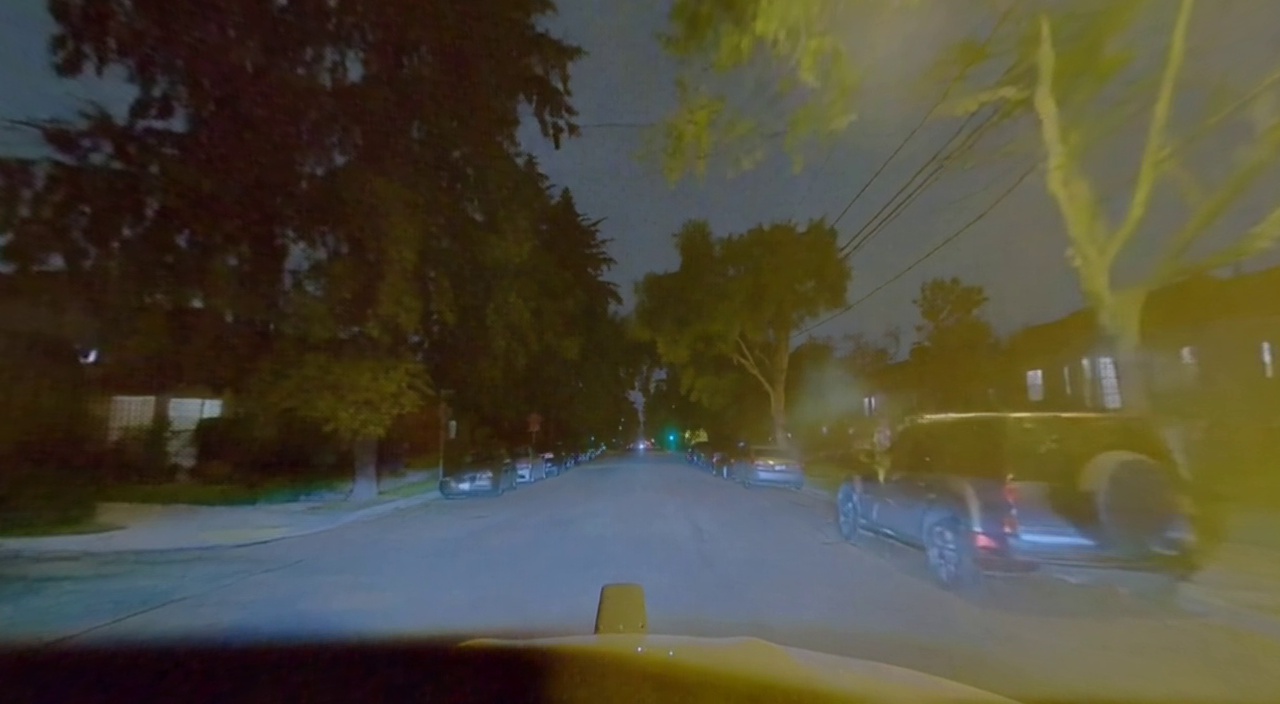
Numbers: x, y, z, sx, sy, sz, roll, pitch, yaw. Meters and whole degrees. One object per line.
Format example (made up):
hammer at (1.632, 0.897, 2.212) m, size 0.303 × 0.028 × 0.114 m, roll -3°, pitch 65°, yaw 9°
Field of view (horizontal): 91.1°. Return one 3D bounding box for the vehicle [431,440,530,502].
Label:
vehicle at (-4.462, 3.363, 18.258) m, size 1.870 × 1.562 × 4.212 m, roll 0°, pitch -8°, yaw -2°

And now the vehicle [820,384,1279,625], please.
vehicle at (4.086, 1.579, 7.611) m, size 2.215 × 1.897 × 5.131 m, roll 0°, pitch -8°, yaw 0°

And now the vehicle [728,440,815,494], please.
vehicle at (4.119, 3.665, 20.452) m, size 1.862 × 1.525 × 4.421 m, roll 0°, pitch -8°, yaw 0°
